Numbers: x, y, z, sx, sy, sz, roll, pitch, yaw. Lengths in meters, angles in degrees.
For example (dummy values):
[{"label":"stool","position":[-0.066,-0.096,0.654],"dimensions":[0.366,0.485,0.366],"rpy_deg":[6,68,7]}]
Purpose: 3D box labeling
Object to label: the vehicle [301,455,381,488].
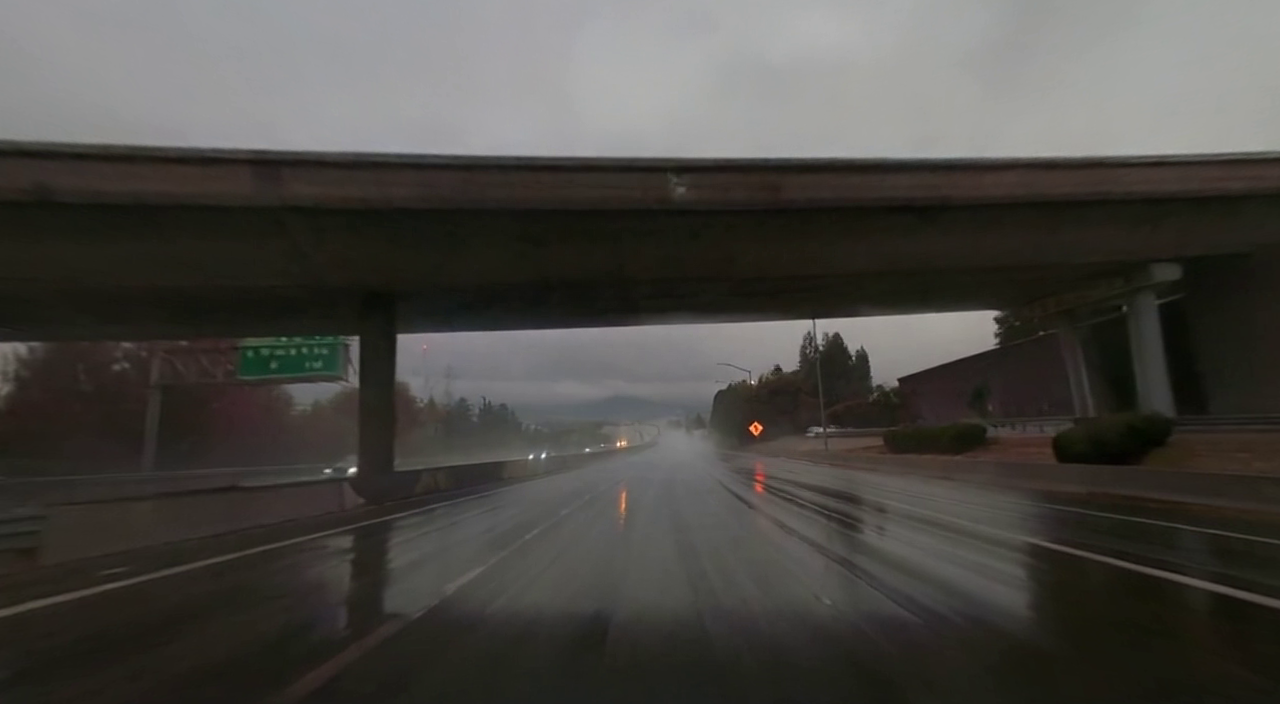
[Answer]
[{"label":"vehicle","position":[-15.594,6.252,33.204],"dimensions":[1.798,1.496,4.559],"rpy_deg":[-1,-8,3]}]
